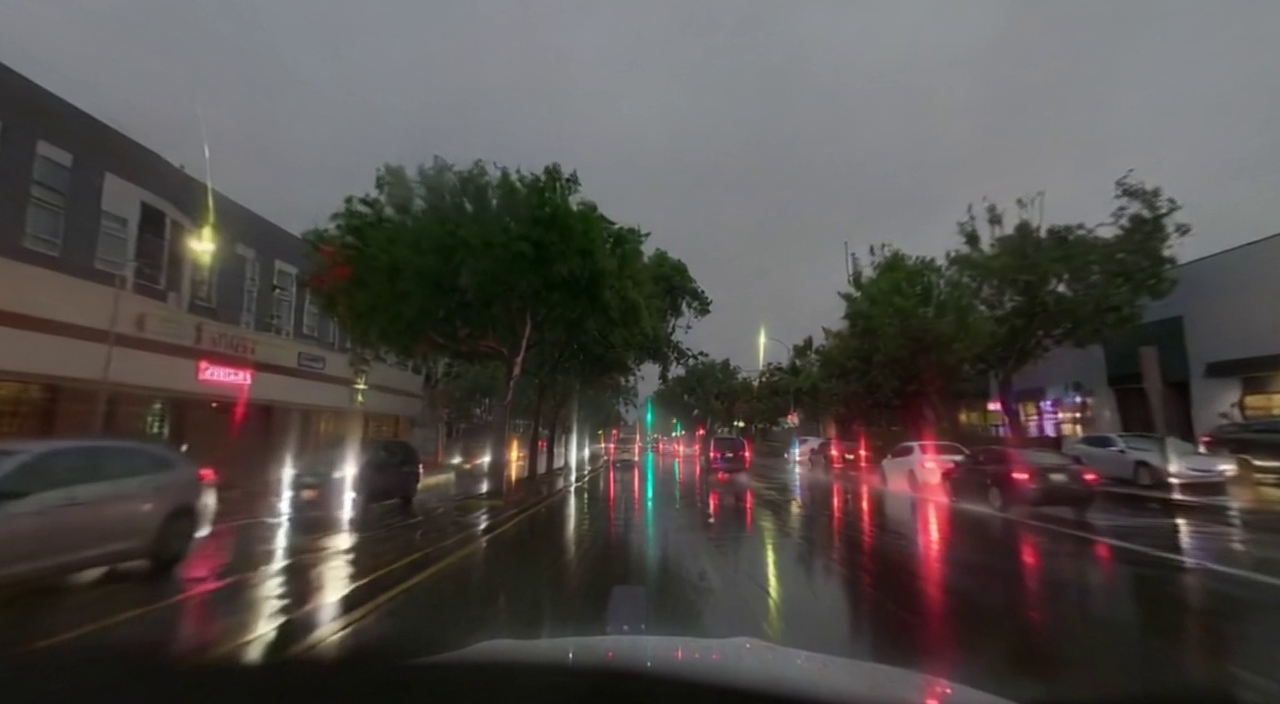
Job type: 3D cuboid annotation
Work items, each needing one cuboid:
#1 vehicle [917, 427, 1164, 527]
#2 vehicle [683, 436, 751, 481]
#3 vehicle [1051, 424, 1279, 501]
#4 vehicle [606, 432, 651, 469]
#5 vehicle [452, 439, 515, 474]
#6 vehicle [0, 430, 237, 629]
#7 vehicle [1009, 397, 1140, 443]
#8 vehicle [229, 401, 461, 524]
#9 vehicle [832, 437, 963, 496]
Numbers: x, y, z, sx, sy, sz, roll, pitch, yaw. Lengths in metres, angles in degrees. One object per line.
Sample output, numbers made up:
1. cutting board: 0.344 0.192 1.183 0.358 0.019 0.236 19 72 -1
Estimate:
1. vehicle: 7.508 2.349 12.539 1.914 1.587 4.548 0 -8 0
2. vehicle: 2.761 3.923 23.503 2.046 1.540 3.883 0 -8 0
3. vehicle: 12.332 2.540 15.040 2.058 1.493 4.612 -2 -8 3
4. vehicle: -0.545 5.322 34.104 2.301 1.837 4.411 0 -8 1
5. vehicle: -8.336 5.588 33.981 2.097 1.707 4.506 0 -8 1
6. vehicle: -5.713 1.374 5.087 1.835 1.476 4.533 1 -8 1
7. vehicle: 15.819 2.588 23.292 1.793 1.505 4.557 -1 -8 4
8. vehicle: -5.547 2.124 12.869 2.240 1.945 5.114 -1 -7 0
9. vehicle: 7.326 3.269 18.547 1.831 1.475 4.924 -1 -8 1
